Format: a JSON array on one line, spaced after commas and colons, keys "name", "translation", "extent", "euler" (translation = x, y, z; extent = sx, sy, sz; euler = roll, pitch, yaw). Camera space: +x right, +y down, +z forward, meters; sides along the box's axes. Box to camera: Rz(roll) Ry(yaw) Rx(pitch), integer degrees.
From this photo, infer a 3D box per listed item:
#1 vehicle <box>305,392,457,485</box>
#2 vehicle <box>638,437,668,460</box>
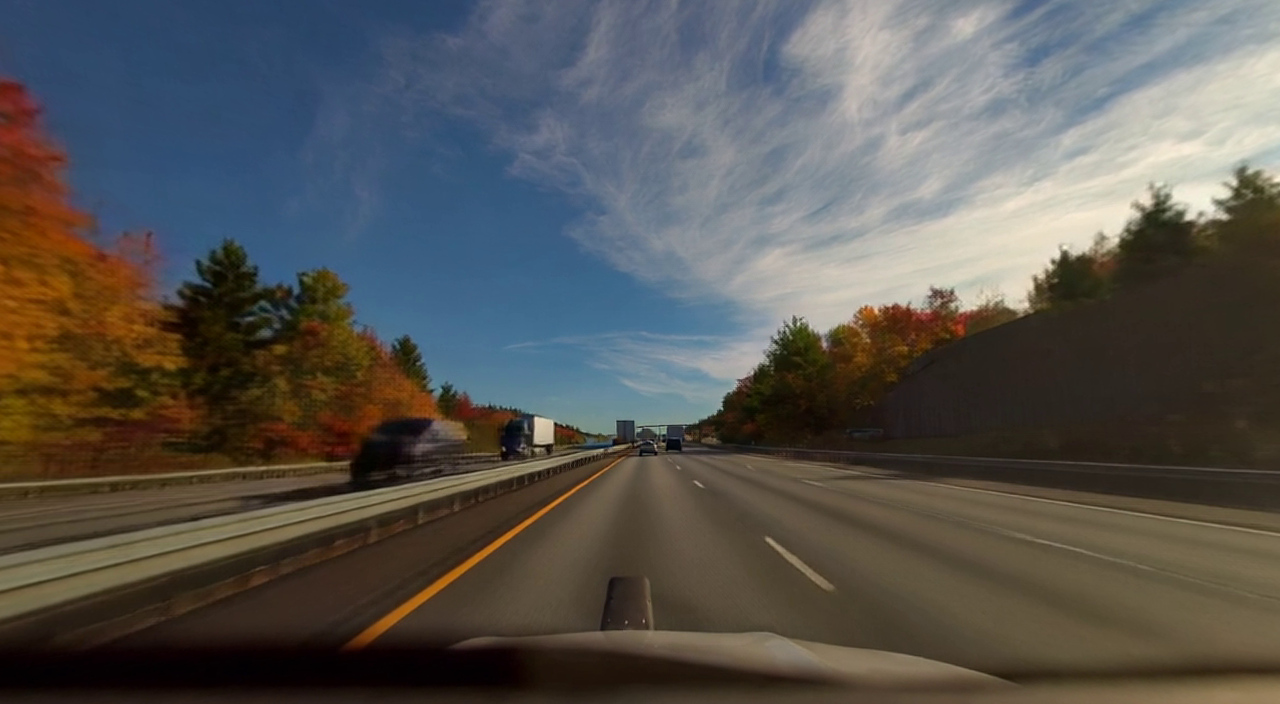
[{"name": "vehicle", "translation": [-8.044, 2.819, 20.404], "extent": [2.330, 2.559, 5.751], "euler": [0, -8, 1]}, {"name": "vehicle", "translation": [0.846, 6.385, 41.726], "extent": [1.924, 1.498, 3.817], "euler": [0, -8, 1]}]
